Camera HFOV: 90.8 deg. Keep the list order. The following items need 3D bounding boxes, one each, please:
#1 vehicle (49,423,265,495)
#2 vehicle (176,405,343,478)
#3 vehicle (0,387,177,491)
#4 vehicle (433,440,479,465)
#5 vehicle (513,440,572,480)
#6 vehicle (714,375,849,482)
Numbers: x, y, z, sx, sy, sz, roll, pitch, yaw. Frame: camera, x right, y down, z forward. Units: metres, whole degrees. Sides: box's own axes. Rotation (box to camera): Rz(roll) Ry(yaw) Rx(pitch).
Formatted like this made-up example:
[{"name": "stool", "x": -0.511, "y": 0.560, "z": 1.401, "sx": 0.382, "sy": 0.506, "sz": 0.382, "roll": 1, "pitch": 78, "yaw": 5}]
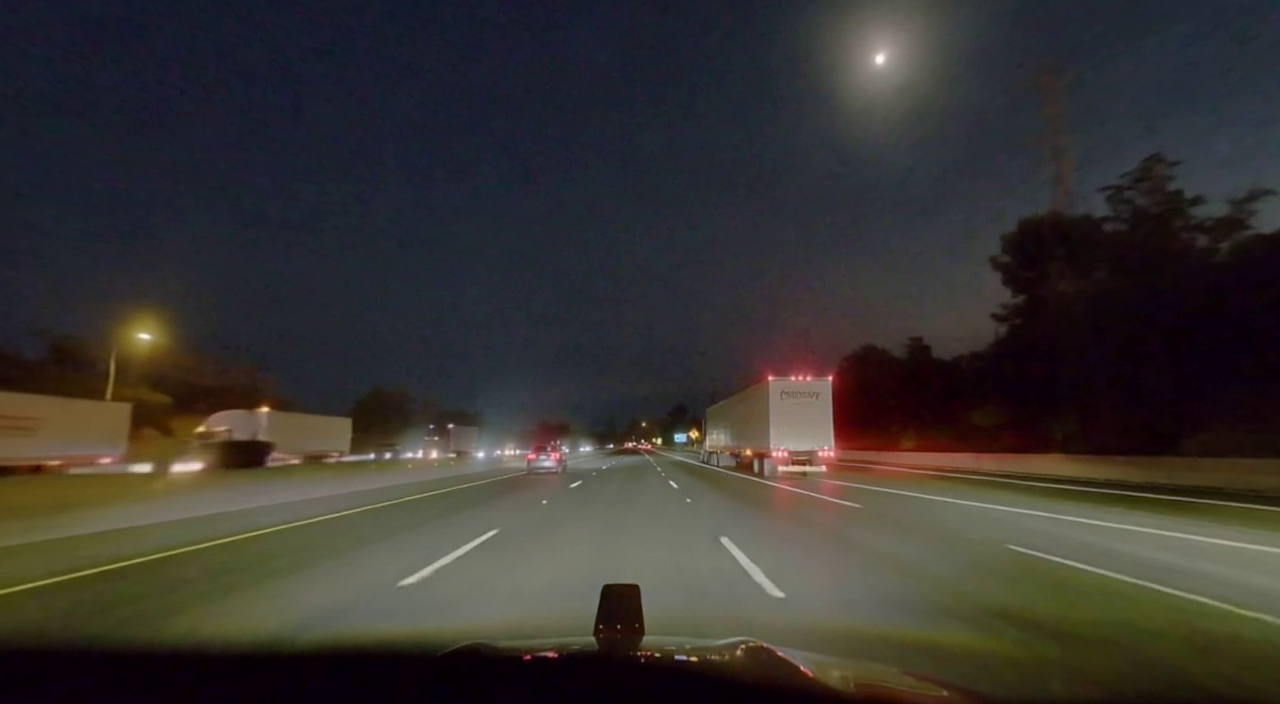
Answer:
[{"name": "vehicle", "x": -13.118, "y": 2.954, "z": 17.720, "sx": 2.193, "sy": 1.724, "sz": 4.842, "roll": 0, "pitch": -9, "yaw": 0}, {"name": "vehicle", "x": -21.195, "y": 5.191, "z": 36.396, "sx": 2.988, "sy": 3.535, "sz": 10.678, "roll": 0, "pitch": -9, "yaw": 0}, {"name": "vehicle", "x": -25.270, "y": 3.429, "z": 24.713, "sx": 2.849, "sy": 3.846, "sz": 15.601, "roll": 0, "pitch": -9, "yaw": -1}, {"name": "vehicle", "x": -14.028, "y": 7.696, "z": 48.499, "sx": 2.177, "sy": 1.837, "sz": 4.780, "roll": 0, "pitch": -9, "yaw": -1}, {"name": "vehicle", "x": -4.331, "y": 4.880, "z": 28.668, "sx": 2.027, "sy": 1.651, "sz": 4.099, "roll": 0, "pitch": -9, "yaw": 0}, {"name": "vehicle", "x": 6.465, "y": 4.182, "z": 32.712, "sx": 2.919, "sy": 4.195, "sz": 15.833, "roll": 0, "pitch": -9, "yaw": -1}]
